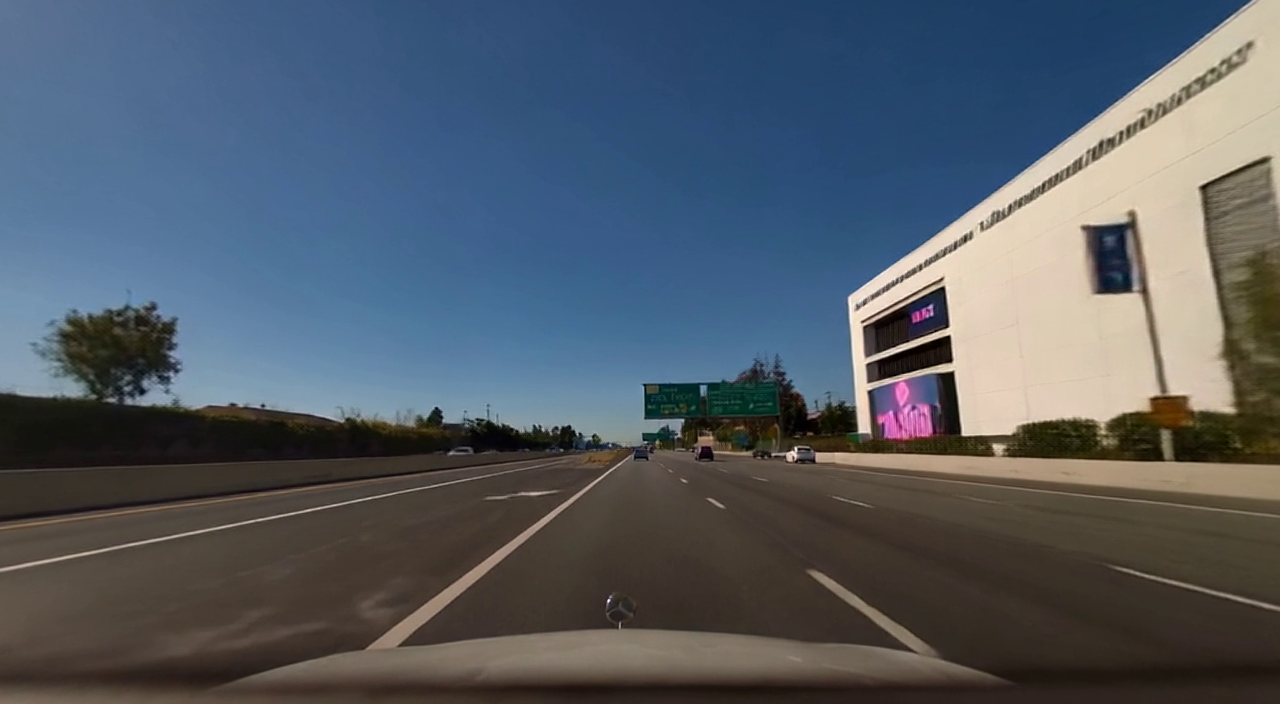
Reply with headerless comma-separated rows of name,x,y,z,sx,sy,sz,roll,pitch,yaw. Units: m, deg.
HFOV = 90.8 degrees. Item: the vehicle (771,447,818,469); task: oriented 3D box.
vehicle,10.599,7.290,43.705,1.953,1.473,4.512,0,-8,-2
